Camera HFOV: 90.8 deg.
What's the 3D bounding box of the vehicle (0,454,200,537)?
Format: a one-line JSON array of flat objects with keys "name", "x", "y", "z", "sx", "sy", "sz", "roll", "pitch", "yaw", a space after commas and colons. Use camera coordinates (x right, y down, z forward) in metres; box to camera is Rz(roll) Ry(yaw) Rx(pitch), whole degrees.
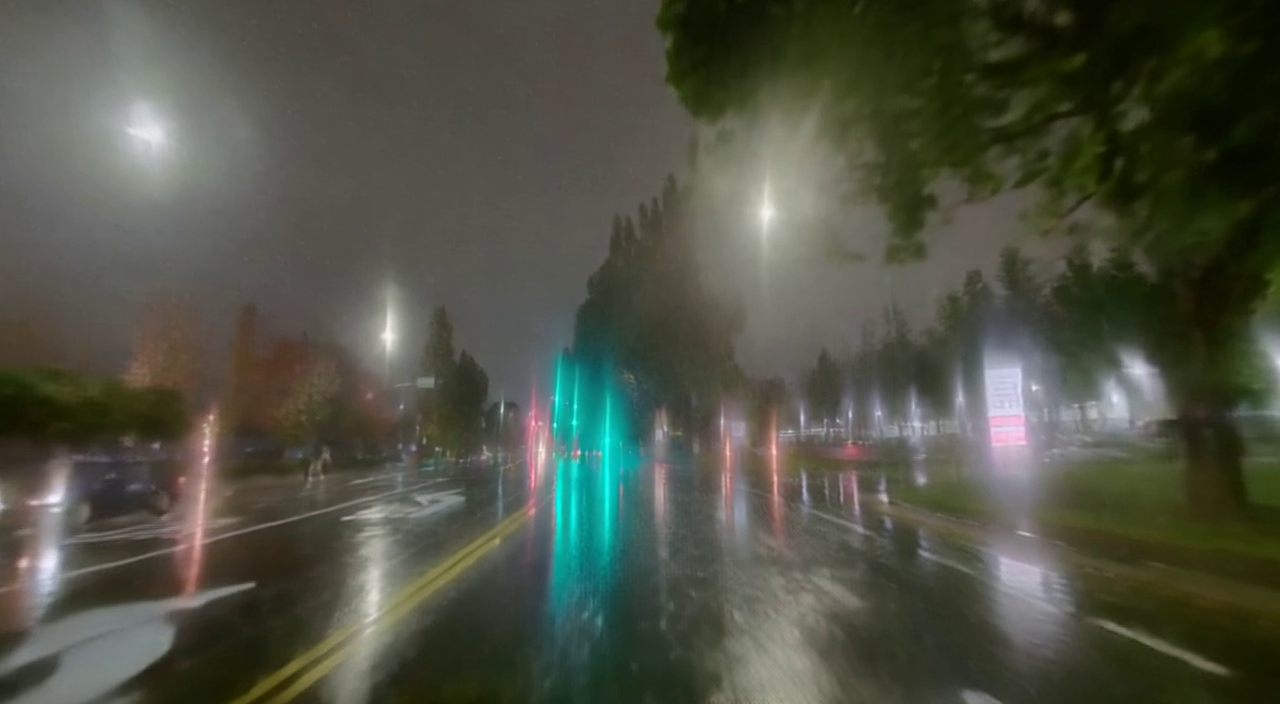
[{"name": "vehicle", "x": -13.552, "y": 3.455, "z": 15.783, "sx": 2.090, "sy": 1.680, "sz": 4.434, "roll": -3, "pitch": -9, "yaw": -3}]
